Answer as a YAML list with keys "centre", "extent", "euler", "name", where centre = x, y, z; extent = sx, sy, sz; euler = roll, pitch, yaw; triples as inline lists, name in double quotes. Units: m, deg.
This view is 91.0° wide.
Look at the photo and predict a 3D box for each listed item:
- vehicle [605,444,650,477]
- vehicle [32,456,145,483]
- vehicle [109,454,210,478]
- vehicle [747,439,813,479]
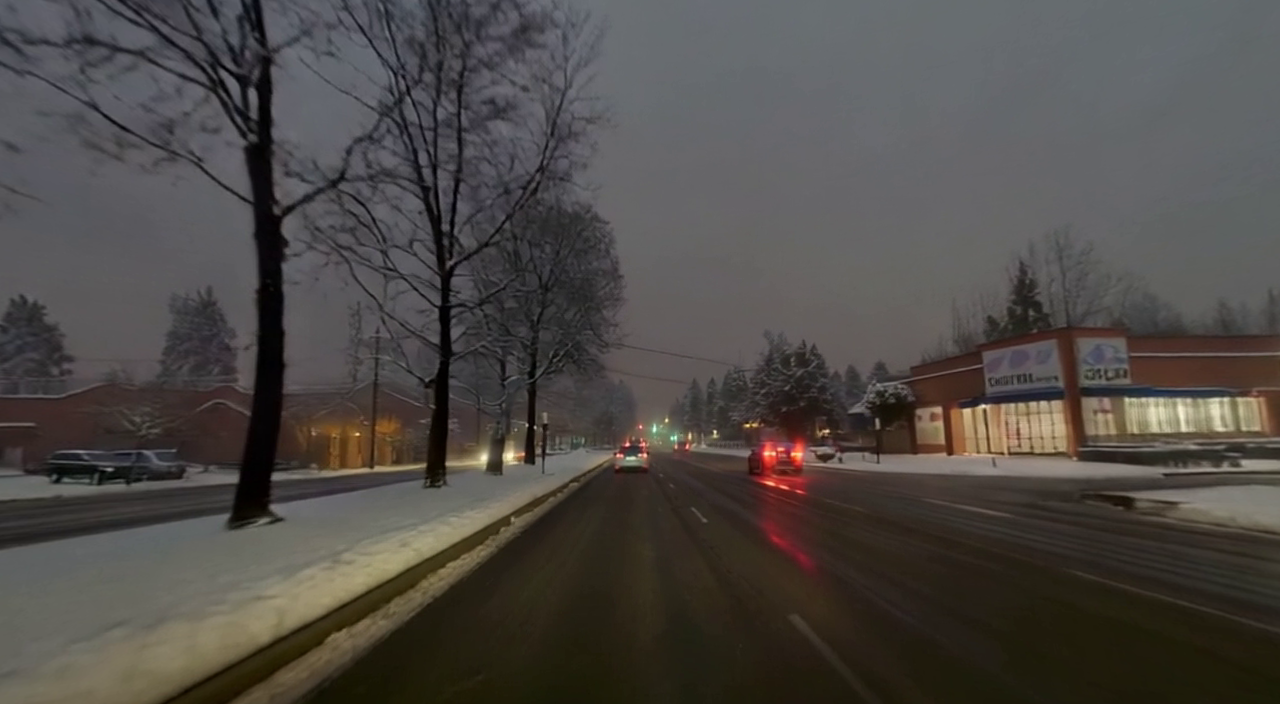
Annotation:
- centre: [-0.573, 4.984, 29.190]
  extent: [1.970, 1.402, 3.756]
  euler: [0, -8, -1]
  name: "vehicle"
- centre: [-31.324, 6.662, 35.847]
  extent: [4.452, 1.470, 2.016]
  euler: [0, -8, -1]
  name: "vehicle"
- centre: [-31.170, 7.396, 40.917]
  extent: [4.767, 1.489, 2.051]
  euler: [0, -8, -3]
  name: "vehicle"
- centre: [6.149, 4.733, 28.087]
  extent: [1.949, 1.647, 3.894]
  euler: [0, -8, -2]
  name: "vehicle"
